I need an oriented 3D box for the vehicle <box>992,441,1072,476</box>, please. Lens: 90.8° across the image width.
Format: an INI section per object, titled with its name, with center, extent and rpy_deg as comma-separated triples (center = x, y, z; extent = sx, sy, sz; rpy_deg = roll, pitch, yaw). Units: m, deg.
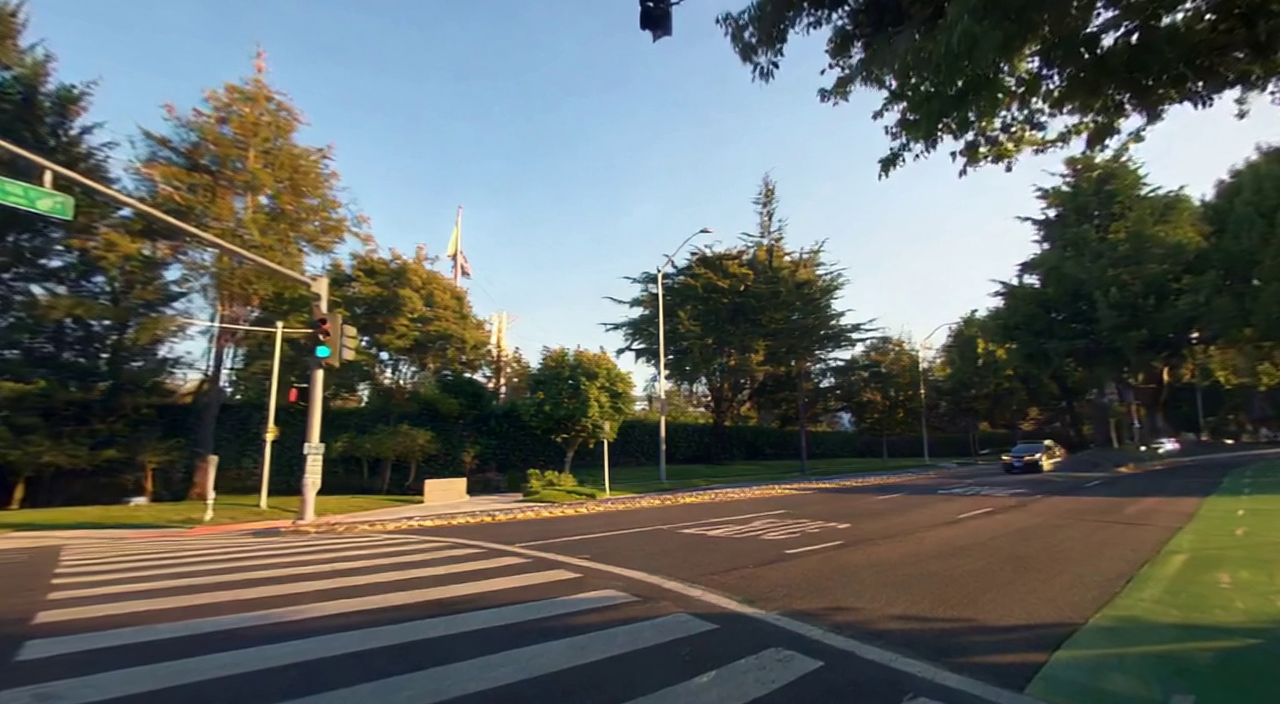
[vehicle]
center = 18.212, 4.889, 29.252
extent = 2.071, 1.456, 4.663
rpy_deg = -8, -12, 43
